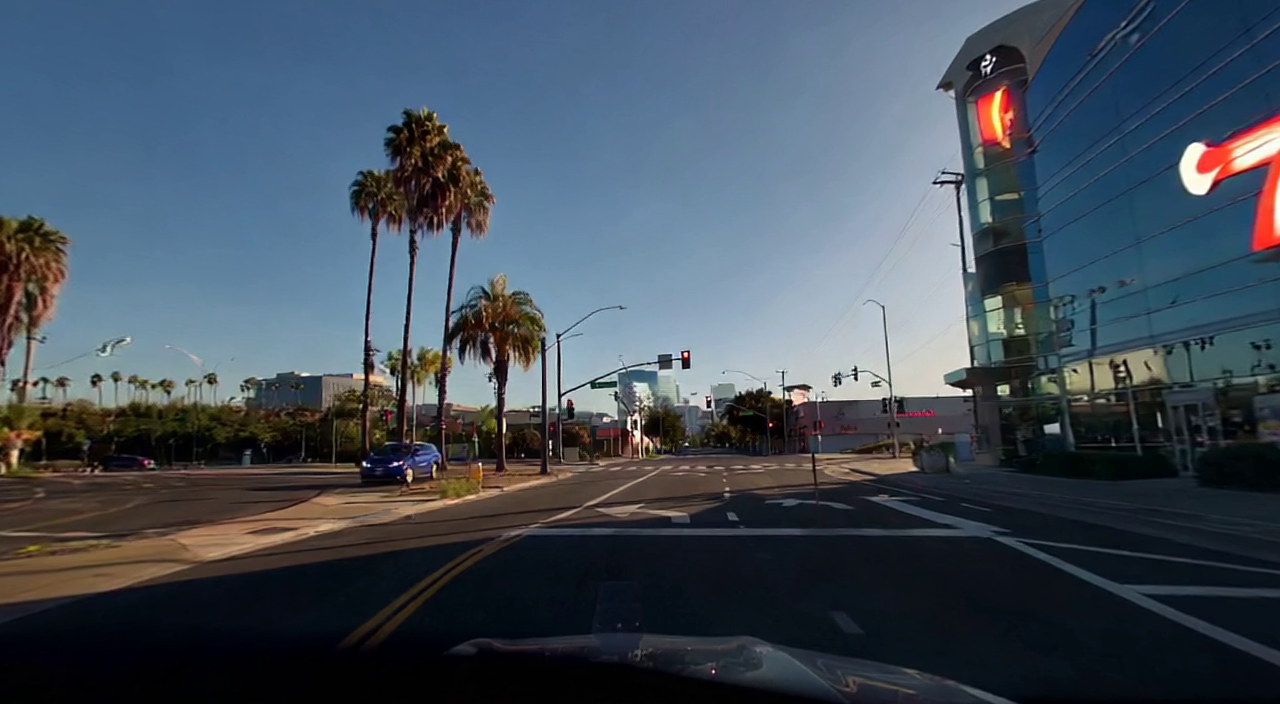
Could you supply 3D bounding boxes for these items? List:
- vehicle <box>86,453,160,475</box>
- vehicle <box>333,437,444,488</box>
[{"bbox_3d":[-39.791,8.617,48.640,4.089,1.517,2.014,-2,-9,6],"label":"vehicle"},{"bbox_3d":[-9.893,4.385,25.308,2.109,1.816,4.670,-2,-9,6],"label":"vehicle"}]
